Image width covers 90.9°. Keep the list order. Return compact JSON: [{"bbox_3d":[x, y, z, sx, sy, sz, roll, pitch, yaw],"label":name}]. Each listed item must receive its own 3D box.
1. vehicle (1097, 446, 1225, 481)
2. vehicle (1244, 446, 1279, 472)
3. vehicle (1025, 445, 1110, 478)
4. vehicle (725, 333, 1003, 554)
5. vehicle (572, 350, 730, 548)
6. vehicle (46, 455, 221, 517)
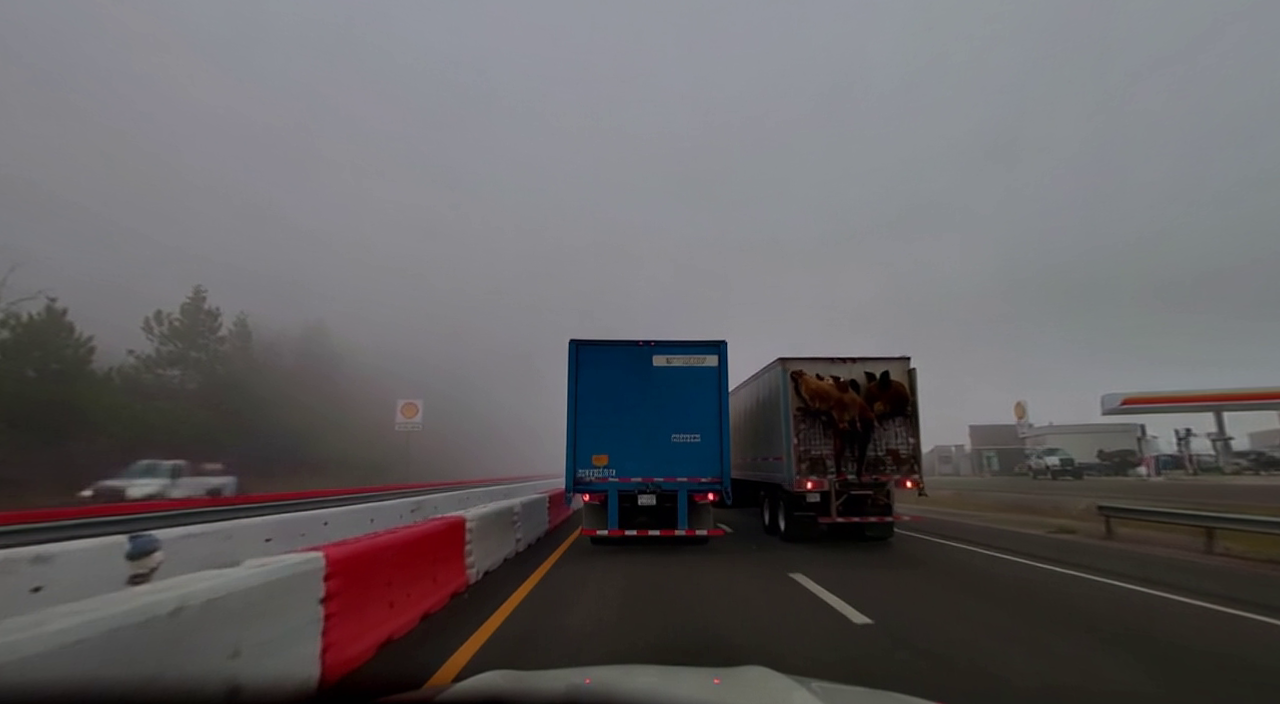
[{"bbox_3d":[24.556,5.315,29.918,1.762,1.470,4.485,3,-11,-10],"label":"vehicle"},{"bbox_3d":[37.807,6.398,37.468,4.208,1.429,1.820,8,-13,-36],"label":"vehicle"},{"bbox_3d":[24.673,6.360,36.526,1.919,1.722,4.024,1,-10,-2],"label":"vehicle"},{"bbox_3d":[4.350,2.345,15.260,2.936,3.640,9.443,1,-10,-2],"label":"vehicle"},{"bbox_3d":[0.122,2.402,15.030,2.618,3.306,8.676,1,-10,-1],"label":"vehicle"},{"bbox_3d":[-16.745,4.444,21.234,1.981,1.824,4.637,1,-10,0],"label":"vehicle"}]
